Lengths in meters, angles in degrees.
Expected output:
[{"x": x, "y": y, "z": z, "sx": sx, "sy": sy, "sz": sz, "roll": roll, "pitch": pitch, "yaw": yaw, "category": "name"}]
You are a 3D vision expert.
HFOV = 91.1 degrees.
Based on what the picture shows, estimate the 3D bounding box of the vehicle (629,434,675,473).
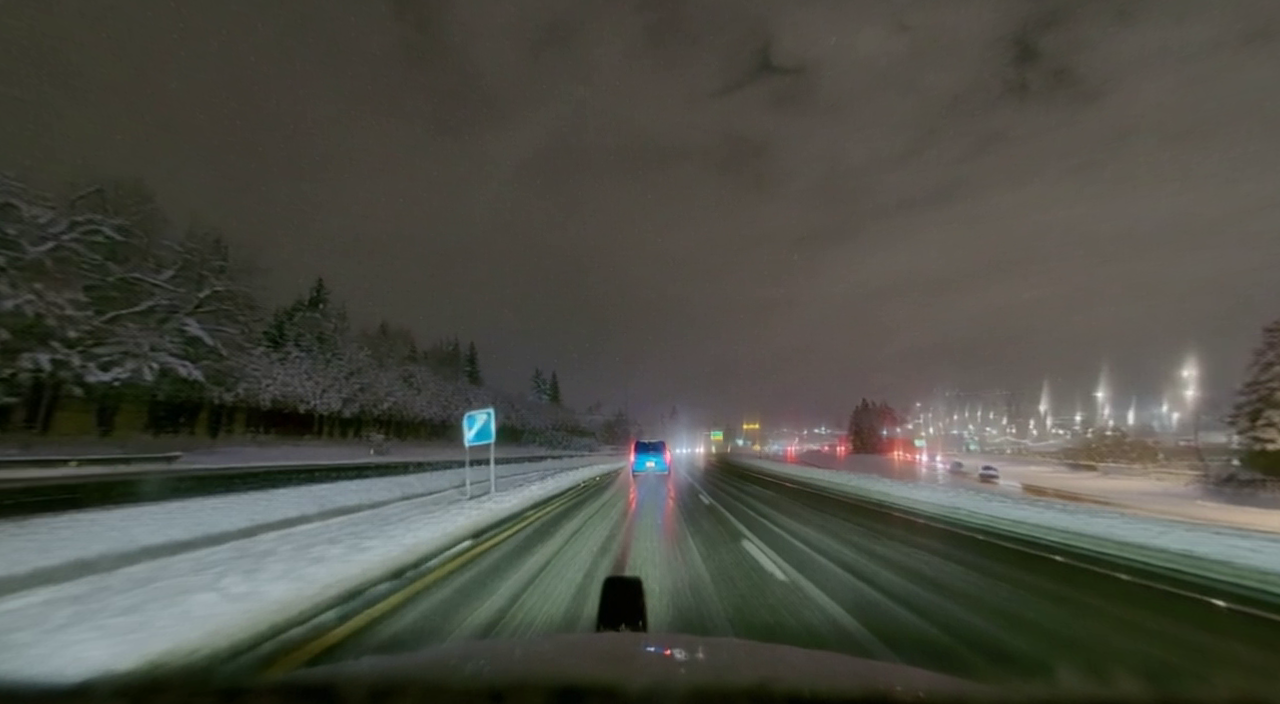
[{"x": 0.774, "y": 6.021, "z": 37.264, "sx": 2.546, "sy": 2.126, "sz": 5.153, "roll": -1, "pitch": -9, "yaw": 2, "category": "vehicle"}]
